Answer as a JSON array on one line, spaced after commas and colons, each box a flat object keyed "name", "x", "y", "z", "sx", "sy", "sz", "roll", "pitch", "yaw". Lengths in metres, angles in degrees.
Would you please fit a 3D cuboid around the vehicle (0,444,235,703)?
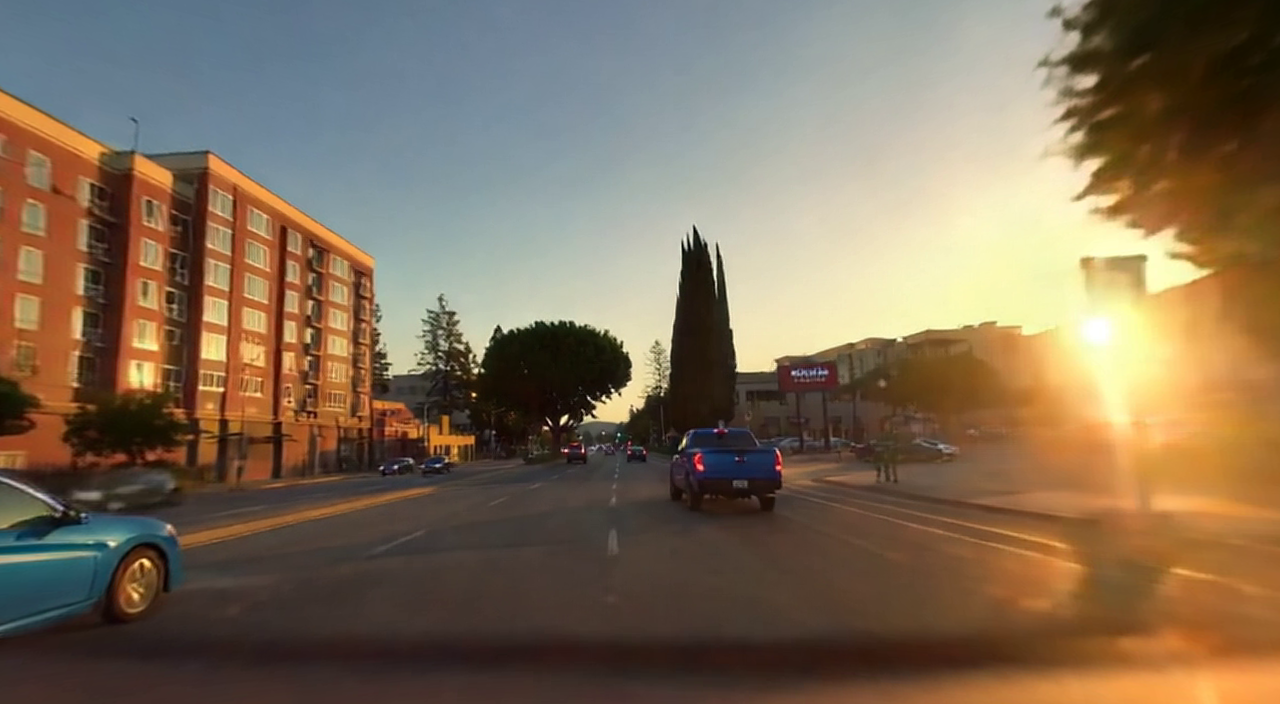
[{"name": "vehicle", "x": -4.388, "y": 1.177, "z": 3.135, "sx": 1.888, "sy": 1.424, "sz": 4.553, "roll": 0, "pitch": -9, "yaw": -3}]

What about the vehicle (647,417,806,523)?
[{"name": "vehicle", "x": 1.642, "y": 2.630, "z": 14.699, "sx": 2.590, "sy": 1.932, "sz": 5.776, "roll": 1, "pitch": -9, "yaw": -3}]
